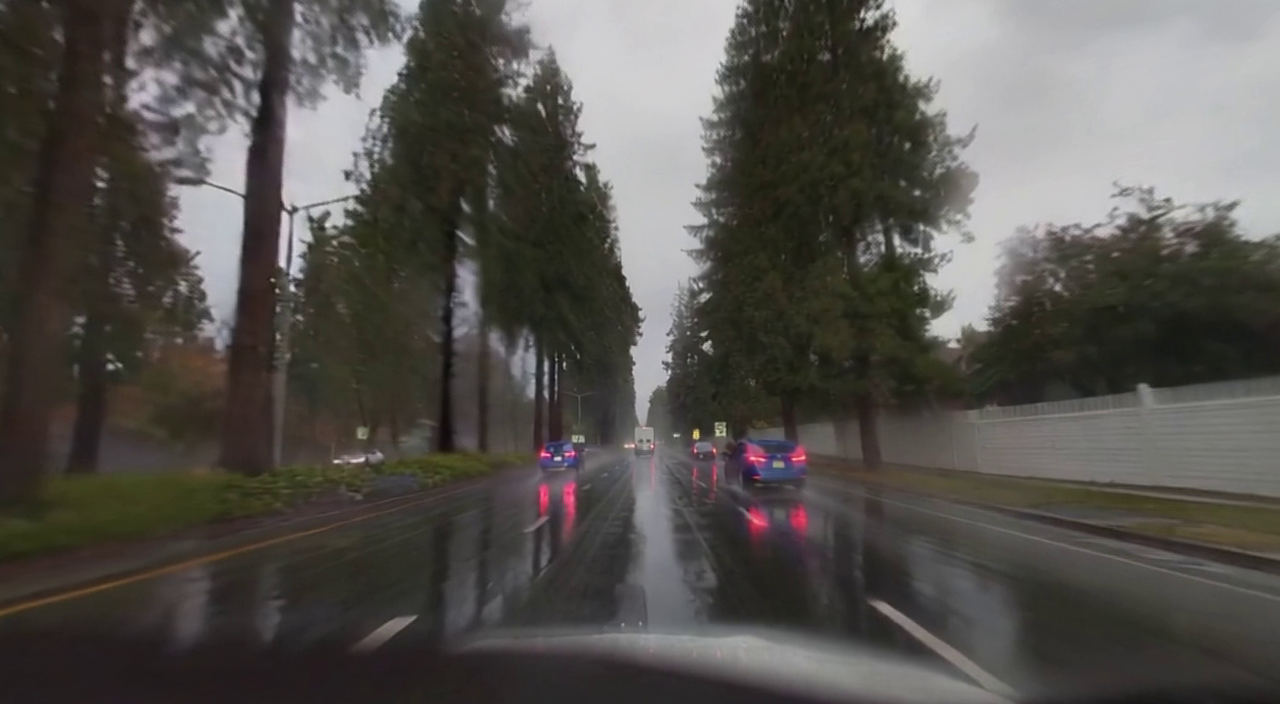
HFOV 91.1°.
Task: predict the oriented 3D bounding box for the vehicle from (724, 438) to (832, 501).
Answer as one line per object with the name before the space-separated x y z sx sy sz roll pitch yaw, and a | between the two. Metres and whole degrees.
vehicle | 3.551 3.103 17.051 1.945 1.469 4.258 0 -8 0

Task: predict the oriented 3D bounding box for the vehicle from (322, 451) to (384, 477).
vehicle | -18.070 7.058 39.768 1.815 1.459 4.547 0 -8 0

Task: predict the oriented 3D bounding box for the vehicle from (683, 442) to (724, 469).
vehicle | 3.749 6.199 37.749 1.905 1.520 4.340 0 -8 -1

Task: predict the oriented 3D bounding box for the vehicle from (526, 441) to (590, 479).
vehicle | -3.393 4.560 26.859 2.036 1.474 4.647 0 -8 1
